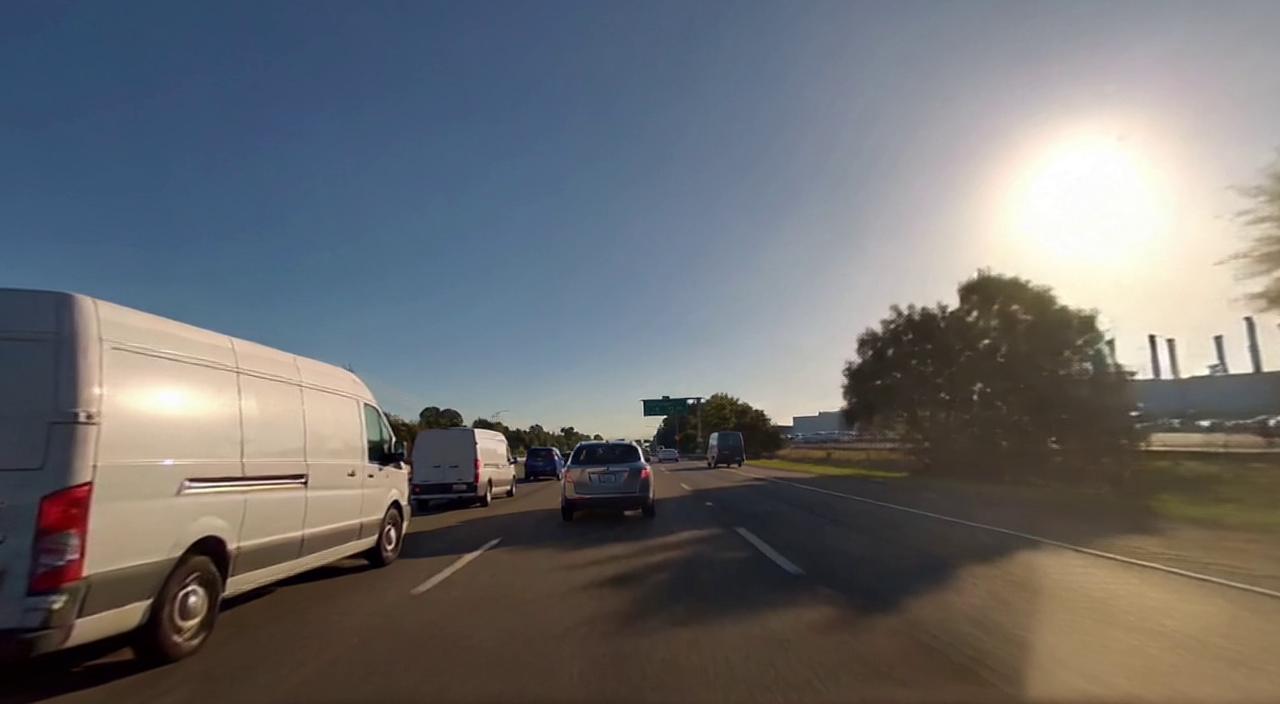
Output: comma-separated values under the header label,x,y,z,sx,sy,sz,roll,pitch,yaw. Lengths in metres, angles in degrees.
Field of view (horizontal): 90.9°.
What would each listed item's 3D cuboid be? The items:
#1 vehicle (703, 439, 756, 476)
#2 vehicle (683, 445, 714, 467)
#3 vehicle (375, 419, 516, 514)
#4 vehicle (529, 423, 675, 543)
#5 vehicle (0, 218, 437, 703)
label,x,y,z,sx,sy,sz,roll,pitch,yaw
vehicle,4.421,5.298,31.801,2.003,1.754,4.134,0,-9,-1
vehicle,4.239,7.620,46.218,1.874,1.512,3.723,0,-9,-1
vehicle,-4.568,2.777,15.644,2.043,1.987,4.486,0,-9,0
vehicle,-0.563,2.184,11.027,2.093,1.695,3.782,0,-9,-1
vehicle,-4.433,1.083,6.682,2.248,2.626,6.837,0,-9,0
